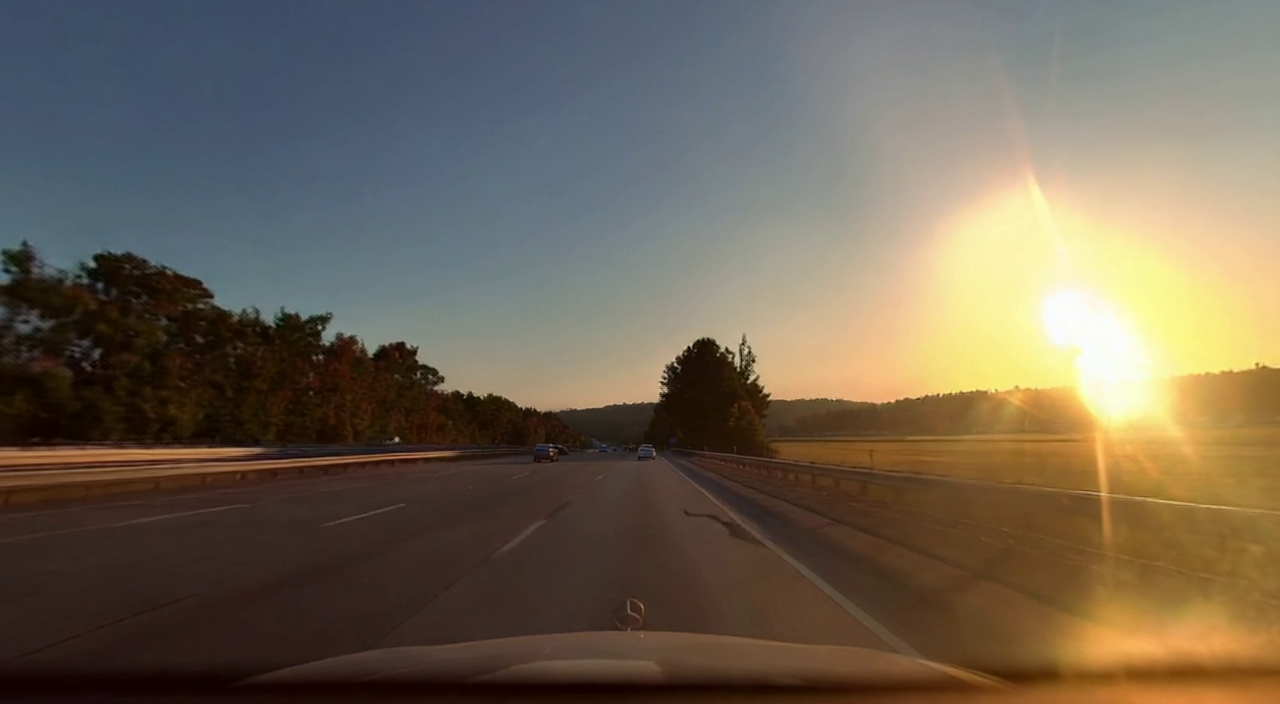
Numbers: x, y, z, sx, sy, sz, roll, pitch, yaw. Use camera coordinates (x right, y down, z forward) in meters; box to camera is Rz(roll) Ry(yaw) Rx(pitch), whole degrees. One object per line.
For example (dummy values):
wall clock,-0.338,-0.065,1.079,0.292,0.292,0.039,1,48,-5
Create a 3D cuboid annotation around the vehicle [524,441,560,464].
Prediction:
vehicle,-7.197,7.424,46.813,1.972,1.603,3.891,0,-8,1
